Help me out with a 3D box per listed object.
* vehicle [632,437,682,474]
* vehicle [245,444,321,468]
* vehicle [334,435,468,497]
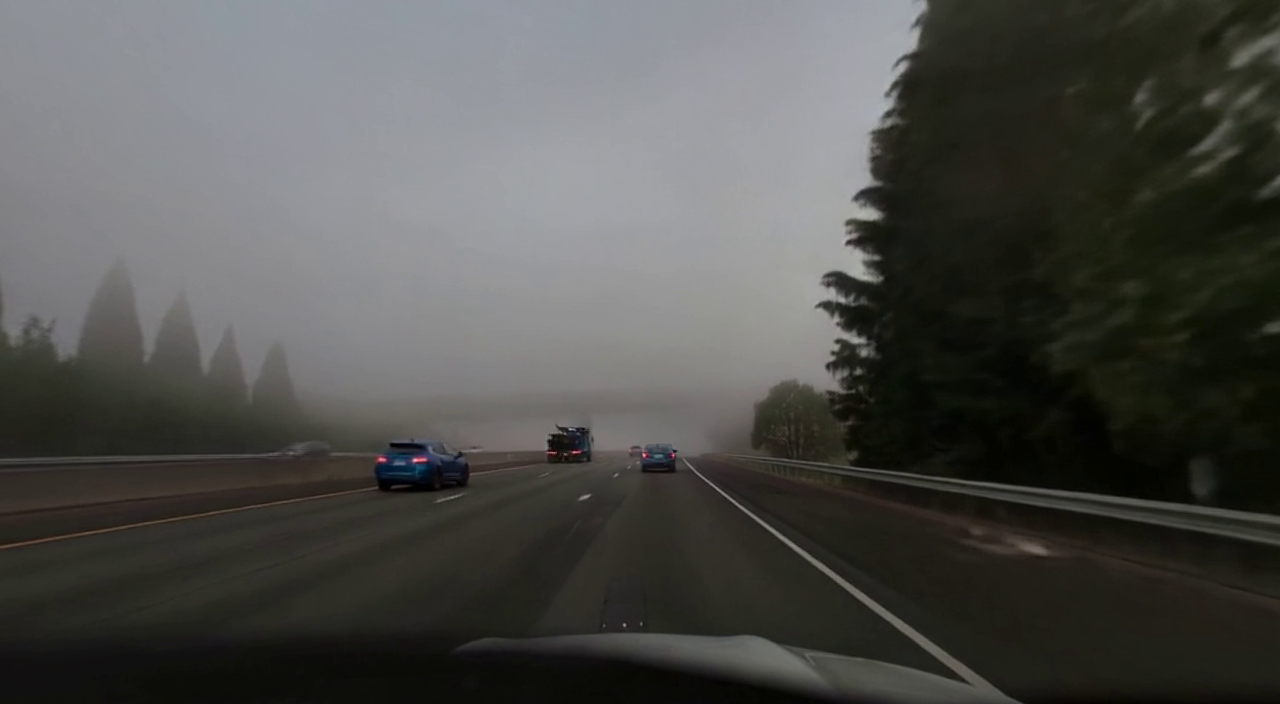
[{"bbox_3d":[0.855,5.167,31.713,2.336,1.722,4.212,0,-8,2],"label":"vehicle"},{"bbox_3d":[-24.212,7.055,43.069,1.950,1.527,5.235,0,-8,2],"label":"vehicle"},{"bbox_3d":[-6.986,3.369,19.089,2.115,1.644,4.513,0,-8,3],"label":"vehicle"}]
